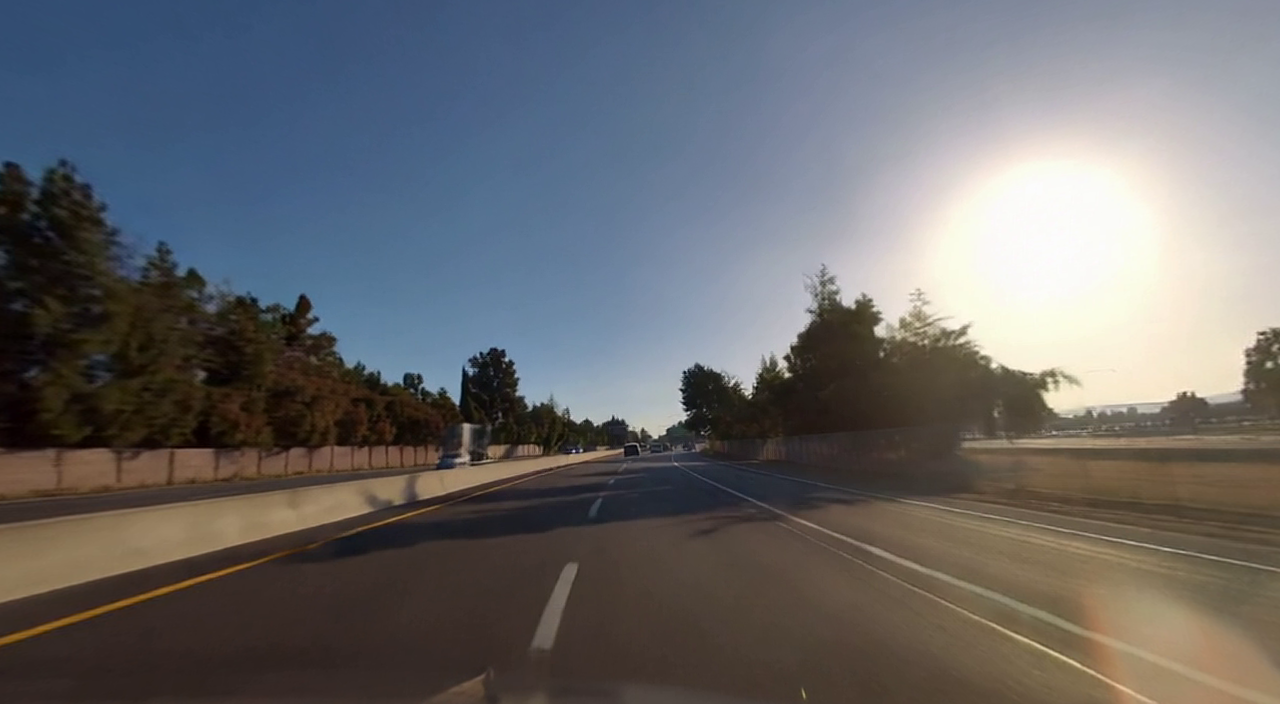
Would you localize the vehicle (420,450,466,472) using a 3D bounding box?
[{"bbox_3d":[-14.638,8.098,46.956,1.950,1.472,4.638,-1,-9,1],"label":"vehicle"}]
